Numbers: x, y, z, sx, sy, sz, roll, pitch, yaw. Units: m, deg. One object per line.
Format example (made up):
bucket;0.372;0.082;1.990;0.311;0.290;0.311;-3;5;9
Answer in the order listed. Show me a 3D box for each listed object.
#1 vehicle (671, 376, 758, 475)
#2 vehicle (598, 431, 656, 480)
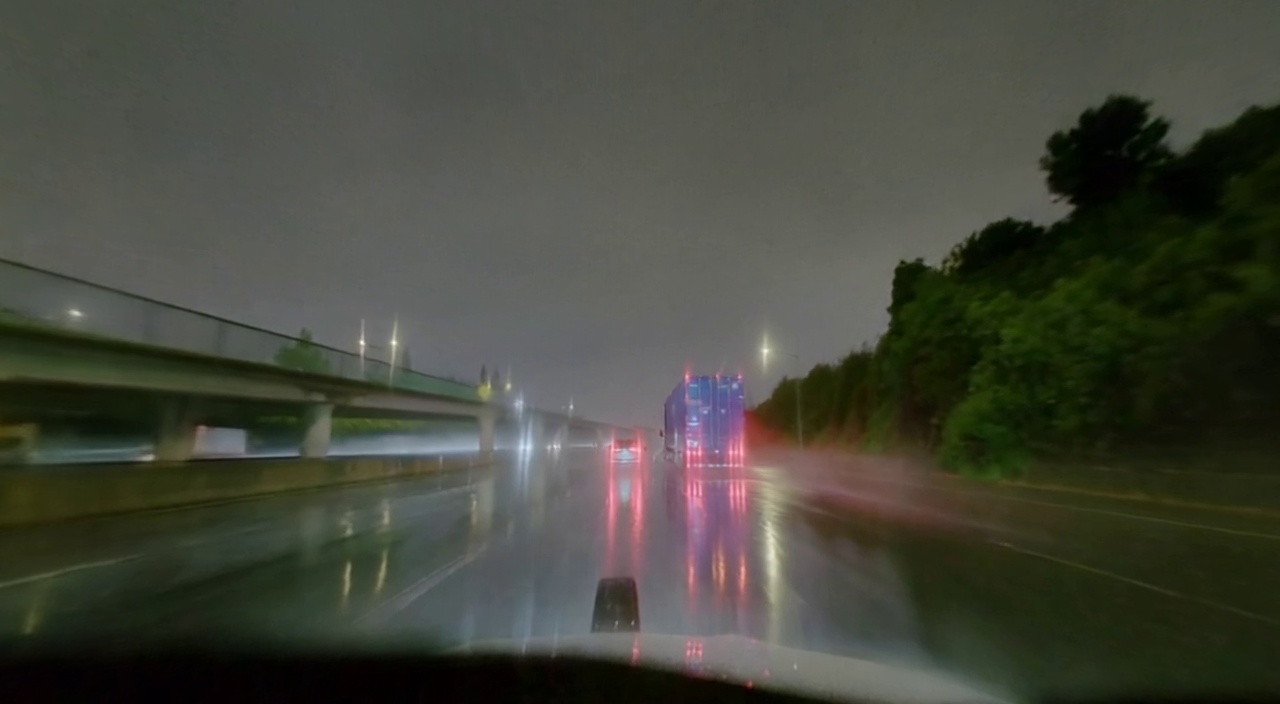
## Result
vehicle;3.341;3.779;31.260;2.964;4.063;10.072;0;-8;0
vehicle;-0.434;4.055;24.889;2.077;1.716;4.514;0;-9;1
